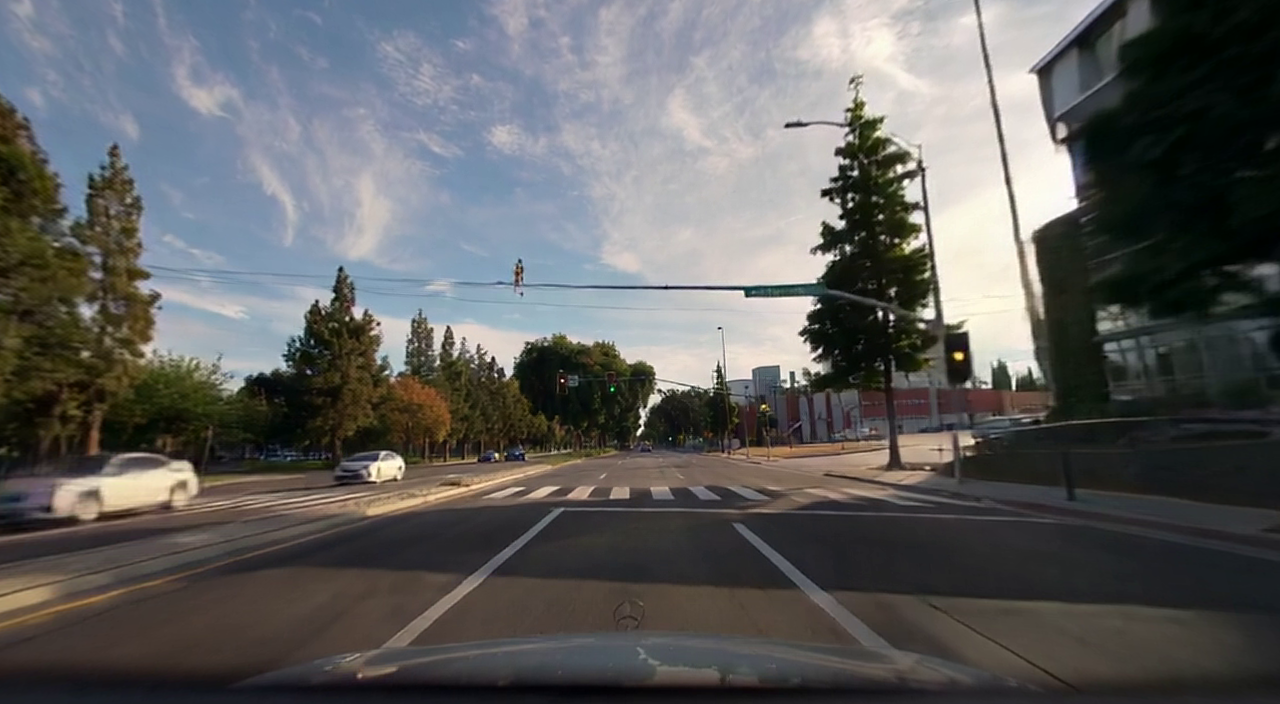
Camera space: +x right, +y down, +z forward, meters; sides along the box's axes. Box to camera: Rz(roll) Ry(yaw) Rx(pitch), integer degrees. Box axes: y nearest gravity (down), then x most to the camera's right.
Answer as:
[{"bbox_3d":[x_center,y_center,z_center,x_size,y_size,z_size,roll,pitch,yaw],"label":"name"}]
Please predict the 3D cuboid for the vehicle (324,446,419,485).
[{"bbox_3d":[-11.289,4.784,26.839,2.058,1.453,4.580,0,-8,0],"label":"vehicle"}]

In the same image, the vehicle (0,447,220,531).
[{"bbox_3d":[-11.642,2.831,13.683,1.712,1.459,4.614,0,-8,1],"label":"vehicle"}]

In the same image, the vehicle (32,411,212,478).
[{"bbox_3d":[-30.634,5.580,37.928,2.818,3.500,8.930,0,-8,3],"label":"vehicle"}]
